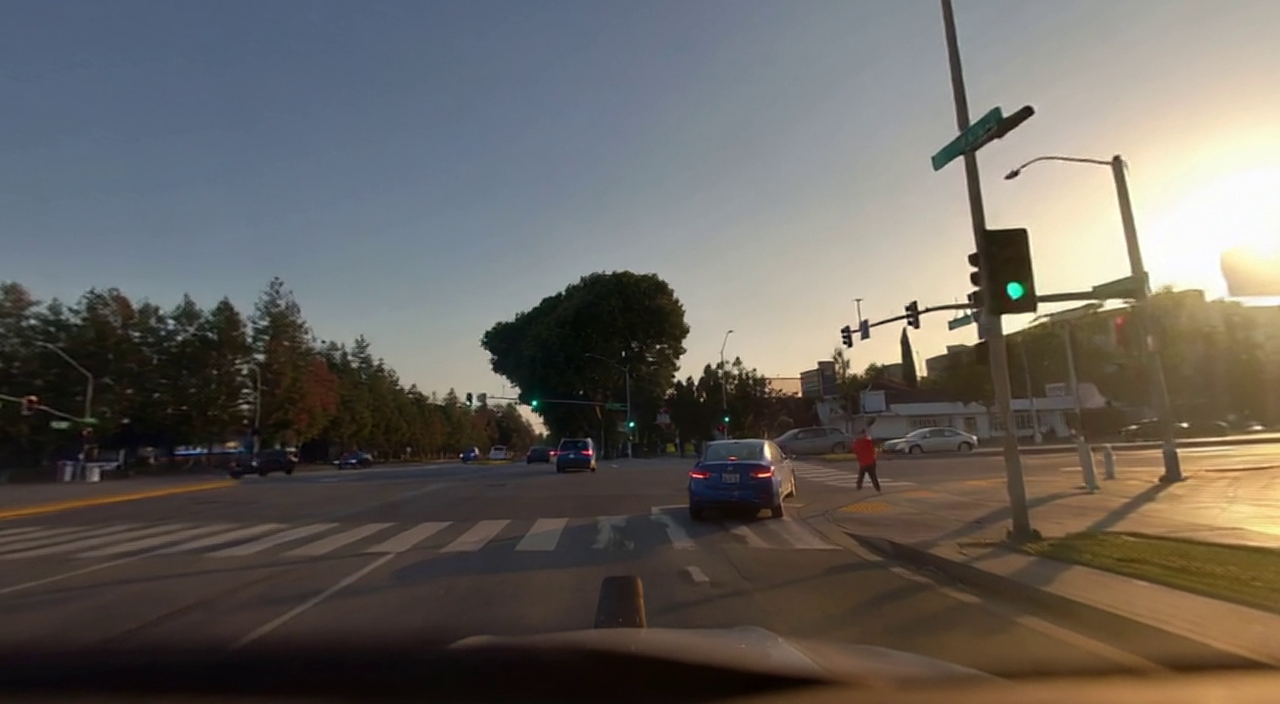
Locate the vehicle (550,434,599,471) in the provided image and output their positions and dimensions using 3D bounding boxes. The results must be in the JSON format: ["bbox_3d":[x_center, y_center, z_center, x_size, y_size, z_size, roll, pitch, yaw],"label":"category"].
[{"bbox_3d":[-3.196,4.971,31.460,2.210,1.722,4.215,0,-8,-4],"label":"vehicle"}]

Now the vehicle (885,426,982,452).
[{"bbox_3d":[16.738,4.974,36.162,4.700,1.417,1.789,0,-8,-4],"label":"vehicle"}]

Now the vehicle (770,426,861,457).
[{"bbox_3d":[9.898,5.058,35.773,4.524,1.681,1.823,1,-9,-6],"label":"vehicle"}]

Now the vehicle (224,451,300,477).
[{"bbox_3d":[-25.730,7.625,43.211,2.376,1.616,4.587,0,-9,-1],"label":"vehicle"}]

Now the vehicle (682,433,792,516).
[{"bbox_3d":[2.248,2.548,13.721,1.976,1.462,4.342,-2,-9,13],"label":"vehicle"}]

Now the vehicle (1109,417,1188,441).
[{"bbox_3d":[34.991,5.330,43.513,3.923,1.619,1.817,1,-8,-5],"label":"vehicle"}]

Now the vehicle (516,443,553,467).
[{"bbox_3d":[-7.051,6.878,42.484,2.003,1.492,4.291,0,-8,-4],"label":"vehicle"}]
